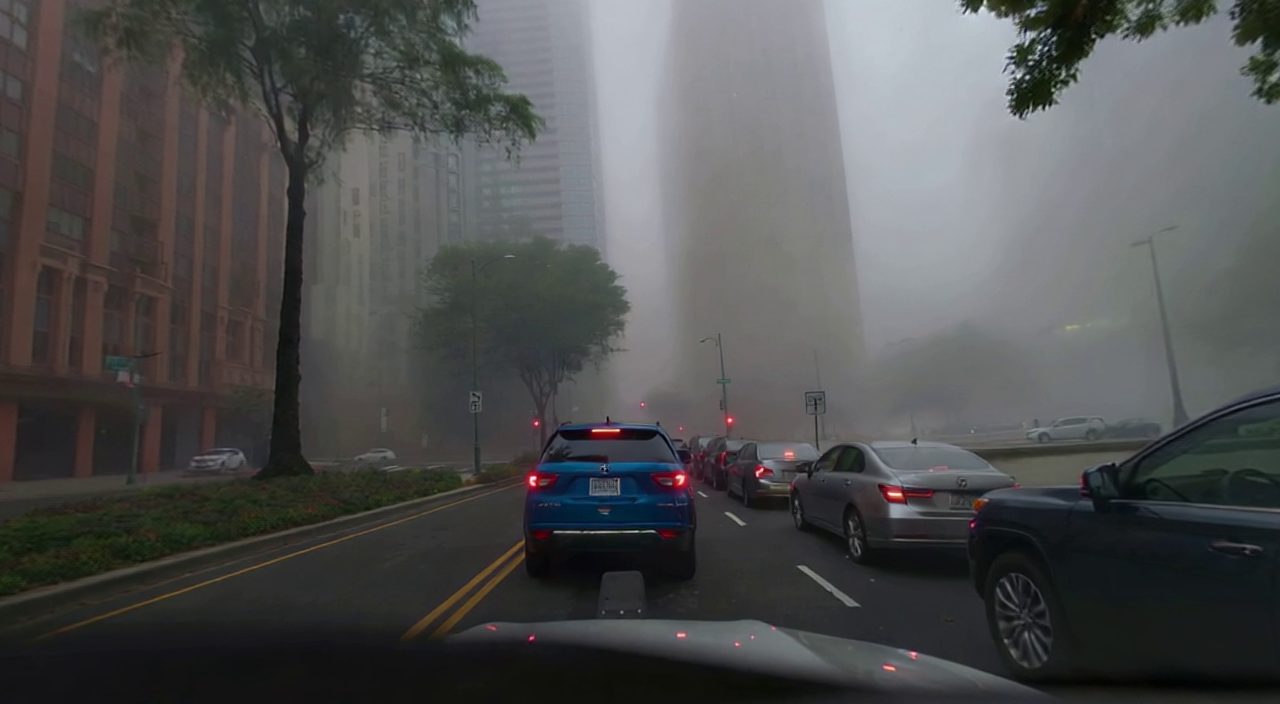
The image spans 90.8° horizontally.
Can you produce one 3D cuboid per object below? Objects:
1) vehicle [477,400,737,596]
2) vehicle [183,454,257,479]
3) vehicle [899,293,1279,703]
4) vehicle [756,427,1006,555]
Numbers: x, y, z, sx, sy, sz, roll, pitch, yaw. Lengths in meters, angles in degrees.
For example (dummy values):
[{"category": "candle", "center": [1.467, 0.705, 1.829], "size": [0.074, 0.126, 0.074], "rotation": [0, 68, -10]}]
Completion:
[{"category": "vehicle", "center": [-0.341, 1.580, 7.621], "size": [2.249, 1.684, 4.084], "rotation": [0, -9, -2]}, {"category": "vehicle", "center": [-27.707, 7.541, 41.873], "size": [1.967, 1.428, 4.832], "rotation": [0, -9, -5]}, {"category": "vehicle", "center": [2.993, 0.752, 2.249], "size": [2.063, 1.760, 4.664], "rotation": [0, -9, -1]}, {"category": "vehicle", "center": [3.275, 1.987, 9.817], "size": [1.941, 1.482, 4.632], "rotation": [0, -9, -1]}]
